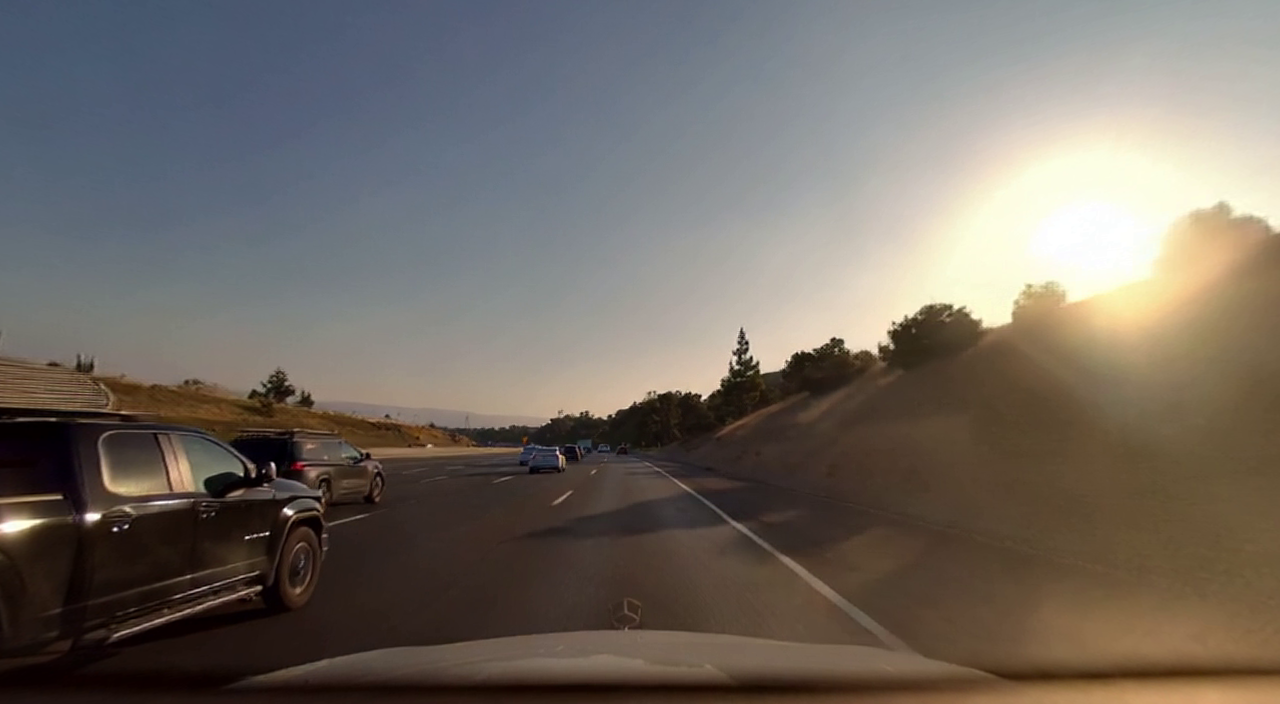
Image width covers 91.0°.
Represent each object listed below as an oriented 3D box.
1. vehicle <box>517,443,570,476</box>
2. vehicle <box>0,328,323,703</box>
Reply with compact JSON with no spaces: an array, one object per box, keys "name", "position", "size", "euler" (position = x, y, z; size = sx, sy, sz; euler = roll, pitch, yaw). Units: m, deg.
[{"name":"vehicle","position":[-4.751,5.370,31.687],"size":[2.012,1.509,4.359],"euler":[0,-9,-1]},{"name":"vehicle","position":[-3.822,0.820,2.725],"size":[2.200,1.807,5.041],"euler":[0,-9,1]}]
